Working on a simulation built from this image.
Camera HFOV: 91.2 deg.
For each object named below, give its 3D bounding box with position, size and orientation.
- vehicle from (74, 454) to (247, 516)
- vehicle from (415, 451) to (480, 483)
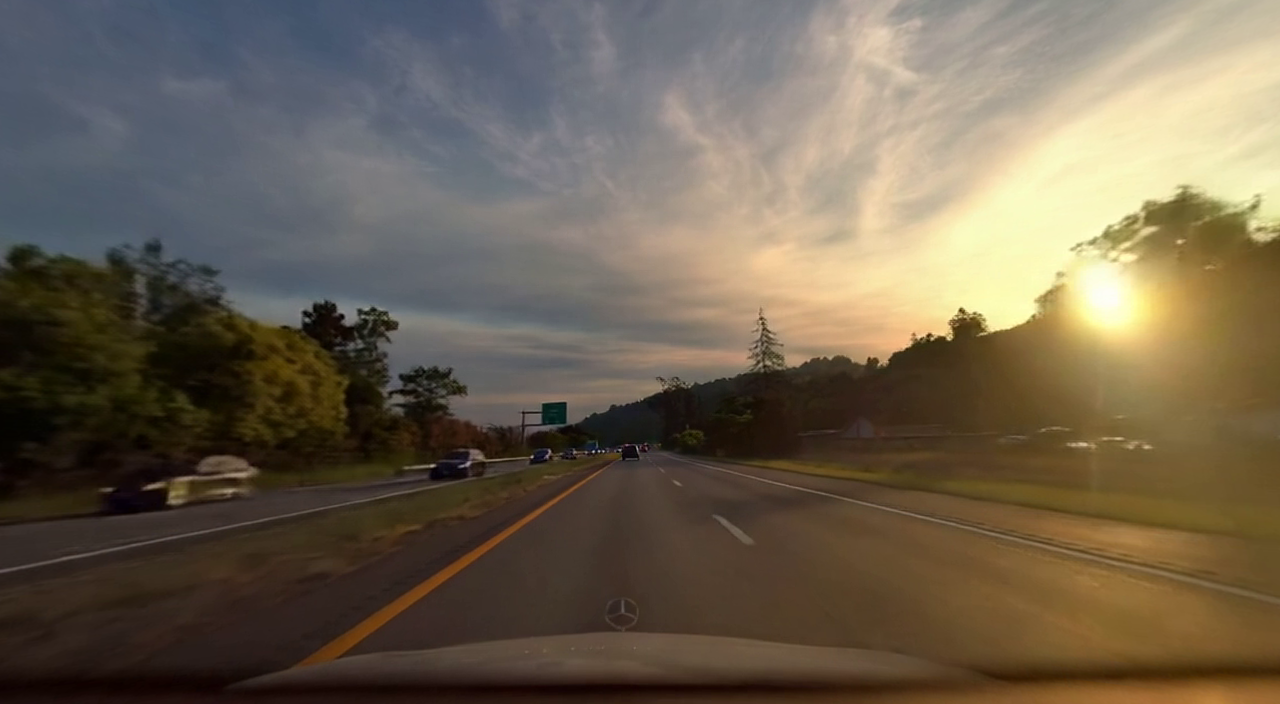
[{"bbox_3d":[-14.162,3.908,18.898,1.887,1.573,4.187,0,-9,0],"label":"vehicle"},{"bbox_3d":[-9.715,5.802,31.996,1.888,1.509,4.461,0,-9,0],"label":"vehicle"}]
